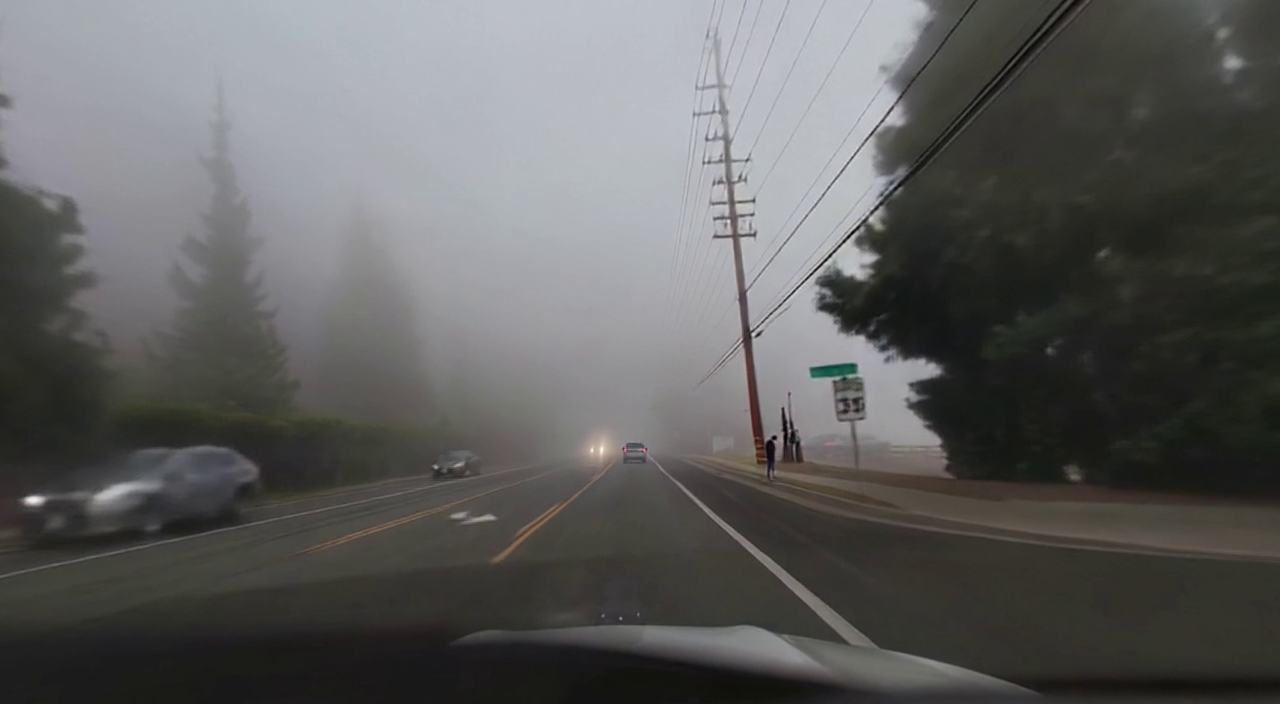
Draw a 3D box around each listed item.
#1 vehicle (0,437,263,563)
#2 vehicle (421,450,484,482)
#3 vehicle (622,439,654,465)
[{"bbox_3d":[-9.122,2.445,11.286,2.084,1.760,4.438,0,-8,-1],"label":"vehicle"},{"bbox_3d":[-9.353,5.696,31.905,1.867,1.456,4.251,0,-8,0],"label":"vehicle"},{"bbox_3d":[-0.169,7.065,44.927,2.163,1.746,4.073,0,-8,-1],"label":"vehicle"}]
